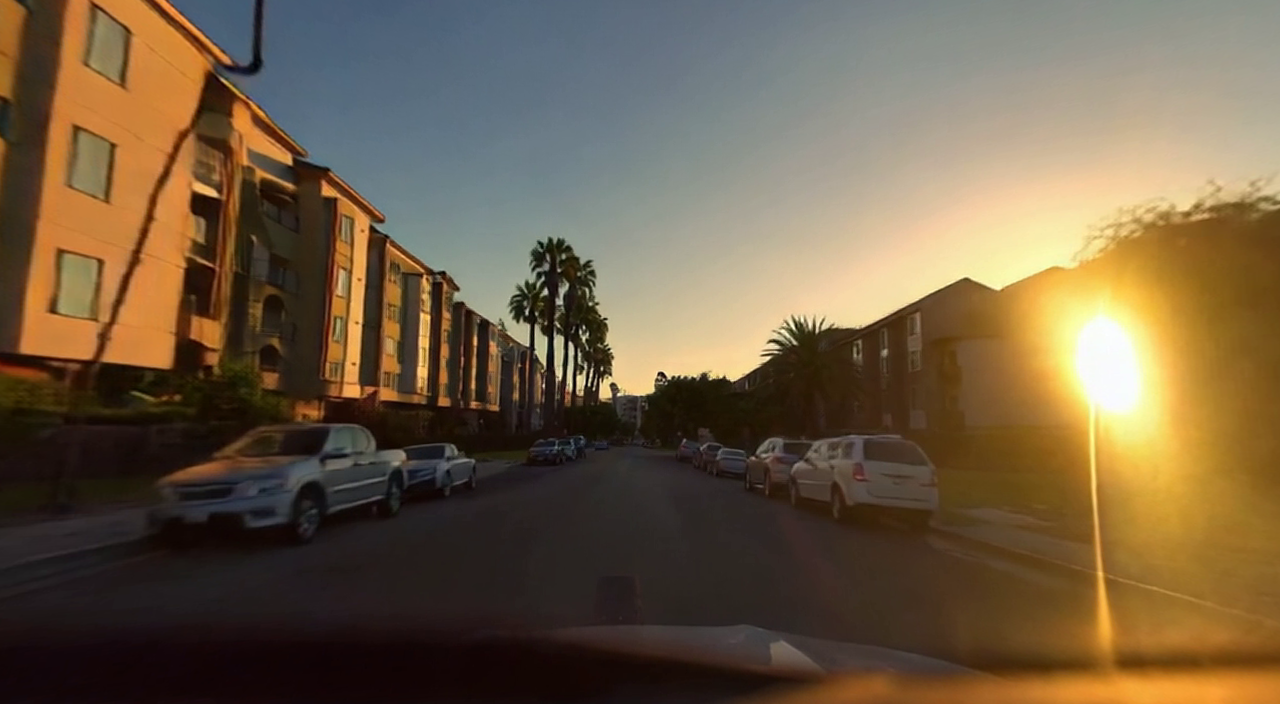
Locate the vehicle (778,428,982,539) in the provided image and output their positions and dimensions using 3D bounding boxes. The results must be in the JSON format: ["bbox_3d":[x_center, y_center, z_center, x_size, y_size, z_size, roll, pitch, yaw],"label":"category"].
[{"bbox_3d":[4.418,2.484,12.635,1.969,1.782,4.677,1,-9,-4],"label":"vehicle"}]

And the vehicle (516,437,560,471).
[{"bbox_3d":[-6.013,6.068,37.769,1.947,1.806,4.413,2,-8,-2],"label":"vehicle"}]

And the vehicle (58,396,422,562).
[{"bbox_3d":[-5.614,1.916,10.214,2.358,1.905,5.615,0,-9,-2],"label":"vehicle"}]
